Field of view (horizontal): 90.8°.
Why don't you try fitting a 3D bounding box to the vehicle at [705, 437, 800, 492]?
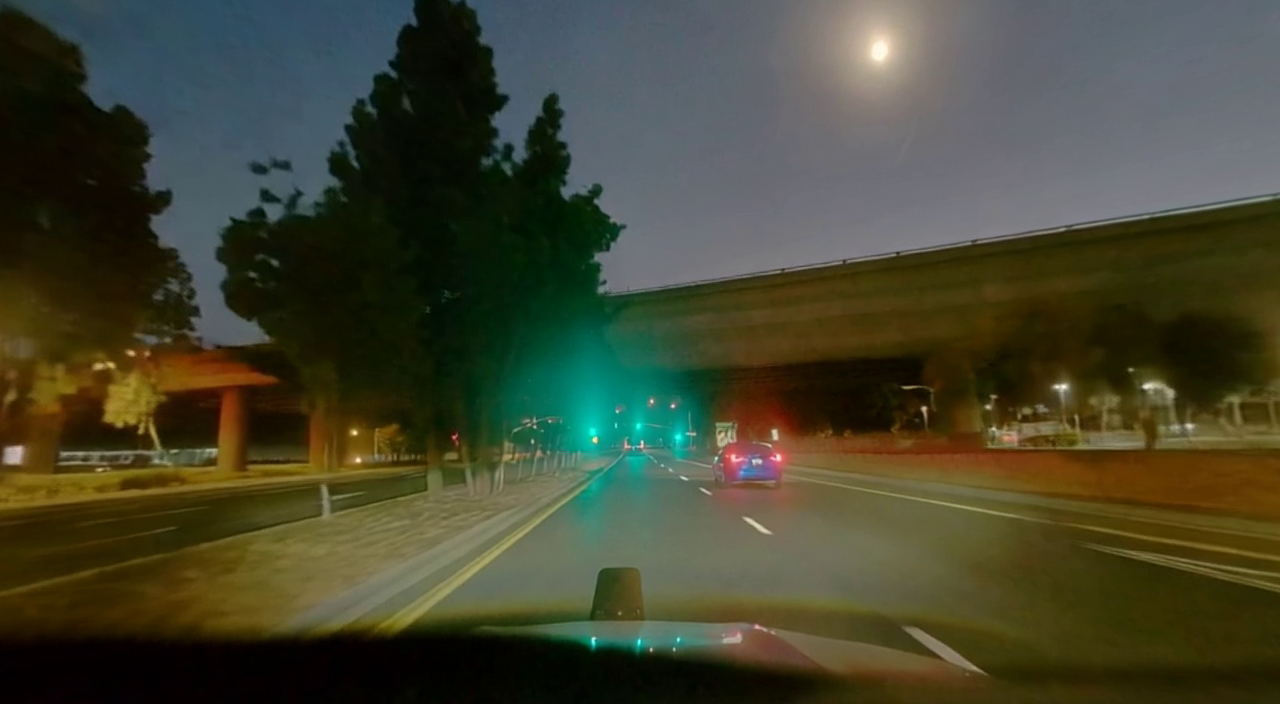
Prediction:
[{"bbox_3d":[3.357,3.459,19.811,2.062,1.484,4.332,0,-8,-1],"label":"vehicle"}]
